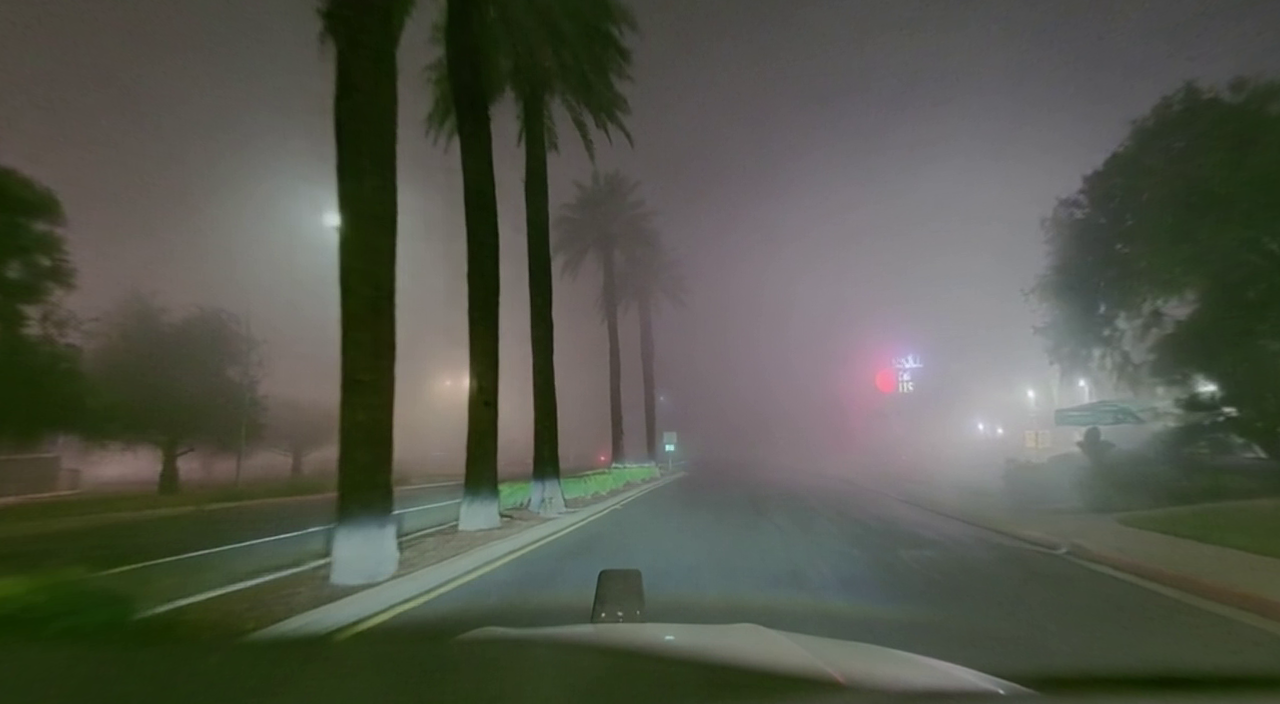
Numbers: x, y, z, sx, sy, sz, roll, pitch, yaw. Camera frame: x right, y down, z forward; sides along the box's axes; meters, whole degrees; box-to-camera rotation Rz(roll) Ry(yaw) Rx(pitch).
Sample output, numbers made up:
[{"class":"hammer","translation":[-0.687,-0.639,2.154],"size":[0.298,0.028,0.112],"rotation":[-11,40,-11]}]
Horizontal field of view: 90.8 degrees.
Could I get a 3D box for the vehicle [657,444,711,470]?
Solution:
[{"class":"vehicle","translation":[3.275,7.959,47.949],"size":[2.174,1.863,4.651],"rotation":[3,-9,-23]}]
